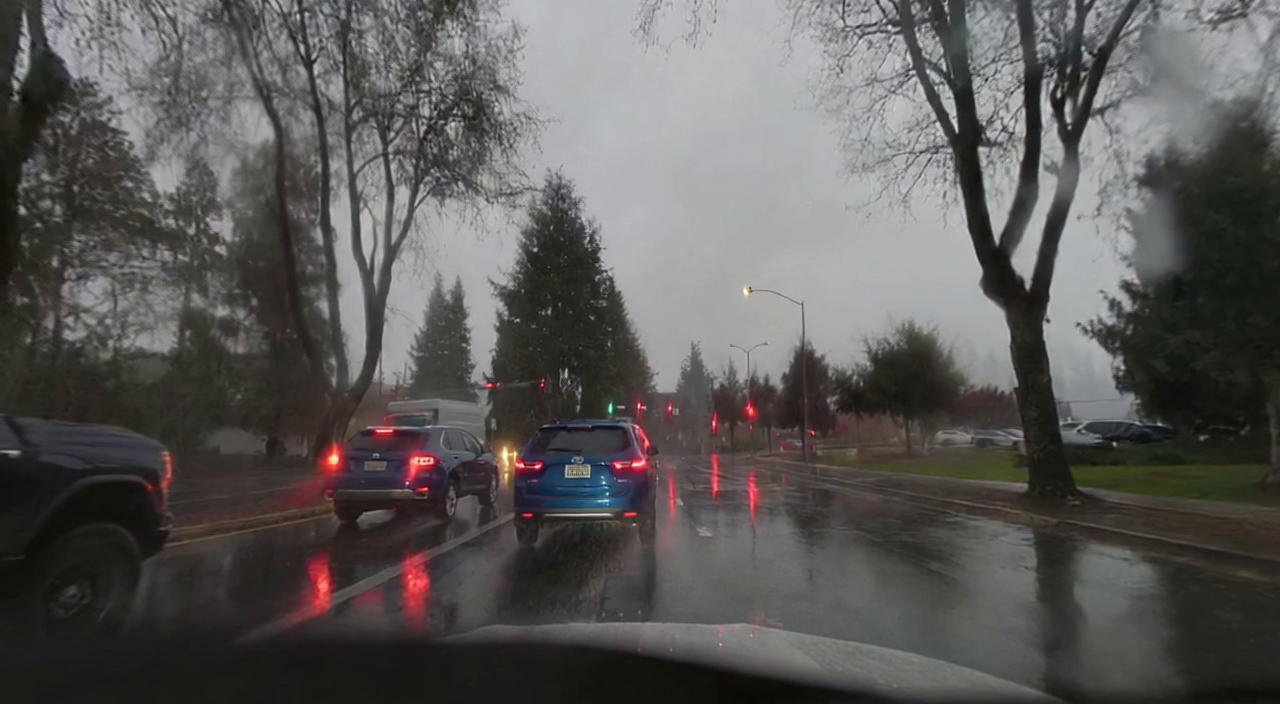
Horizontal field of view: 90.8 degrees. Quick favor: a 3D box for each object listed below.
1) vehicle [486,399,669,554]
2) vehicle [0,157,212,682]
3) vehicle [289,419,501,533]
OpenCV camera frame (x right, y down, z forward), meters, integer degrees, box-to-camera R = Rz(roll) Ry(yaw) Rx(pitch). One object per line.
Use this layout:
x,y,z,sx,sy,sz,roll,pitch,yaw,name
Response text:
-0.676,1.820,9.933,2.131,1.793,5.016,0,-8,1,vehicle
-4.601,0.081,1.459,2.400,2.730,6.652,0,-8,1,vehicle
-4.122,2.164,11.635,2.009,1.673,4.454,0,-8,2,vehicle
